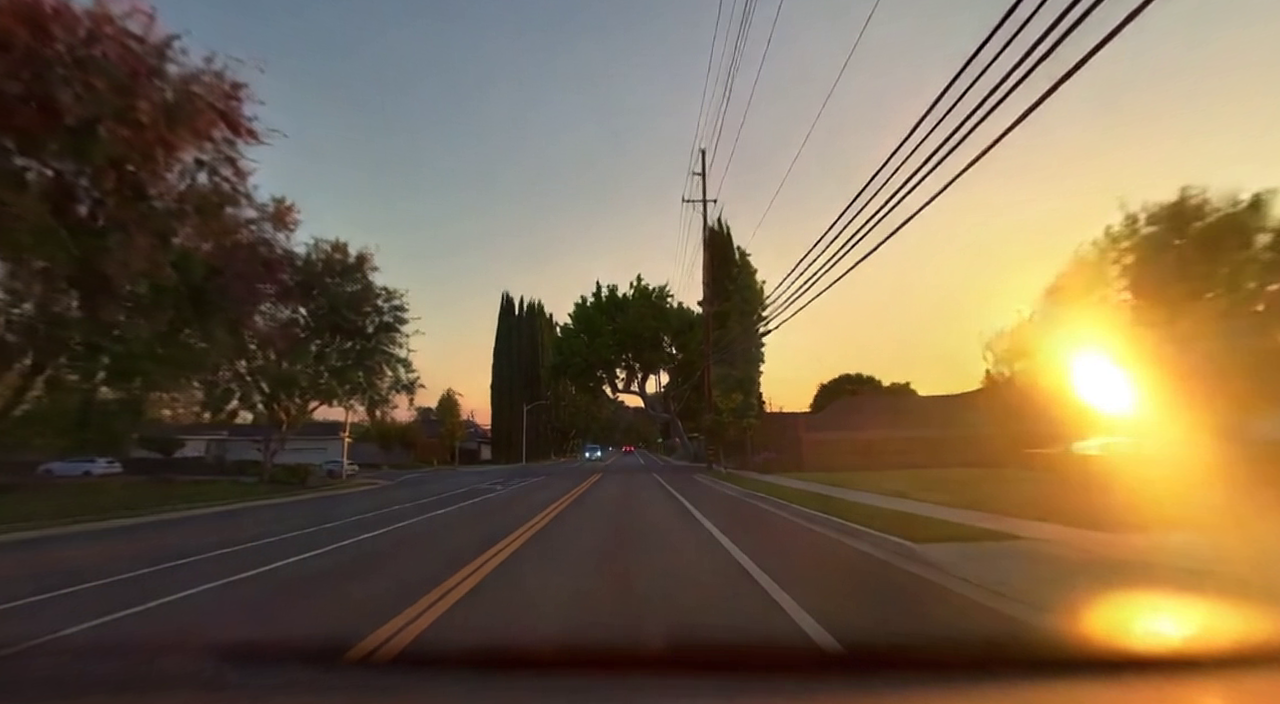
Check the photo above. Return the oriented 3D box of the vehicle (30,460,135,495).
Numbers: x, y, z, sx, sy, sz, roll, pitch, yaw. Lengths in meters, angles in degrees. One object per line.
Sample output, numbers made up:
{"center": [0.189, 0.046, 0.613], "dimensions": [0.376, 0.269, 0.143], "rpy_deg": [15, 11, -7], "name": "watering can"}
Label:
{"center": [-33.321, 7.482, 38.009], "dimensions": [1.885, 1.698, 5.050], "rpy_deg": [0, -7, -3], "name": "vehicle"}
